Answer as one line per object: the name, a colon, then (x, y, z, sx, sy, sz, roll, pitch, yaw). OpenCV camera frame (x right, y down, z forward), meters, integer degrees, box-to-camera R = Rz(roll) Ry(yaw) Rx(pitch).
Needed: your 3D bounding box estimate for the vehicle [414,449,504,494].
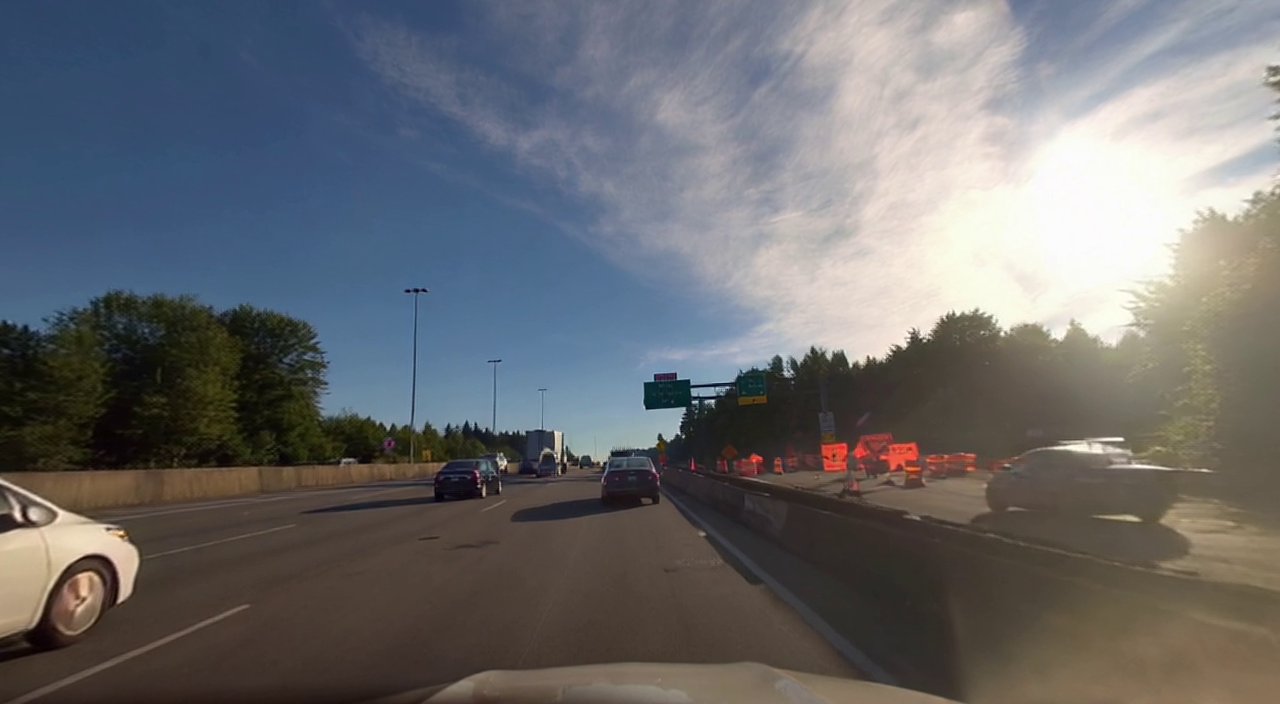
vehicle: (-6.292, 4.165, 22.332, 2.063, 1.417, 4.000, 0, -9, -1)

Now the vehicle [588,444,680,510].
vehicle: (-0.193, 3.113, 16.075, 2.080, 1.451, 3.512, 0, -9, -2)

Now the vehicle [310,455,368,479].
vehicle: (-19.396, 7.398, 40.673, 1.815, 1.416, 4.035, 0, -9, -2)

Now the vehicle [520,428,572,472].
vehicle: (-6.127, 6.486, 41.771, 2.326, 2.645, 6.249, -1, -9, 2)

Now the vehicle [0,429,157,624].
vehicle: (-5.847, 1.232, 4.077, 1.892, 1.481, 4.573, 0, -9, -2)

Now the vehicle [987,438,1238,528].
vehicle: (8.921, 2.463, 12.363, 1.871, 1.460, 3.754, 0, -9, -3)
